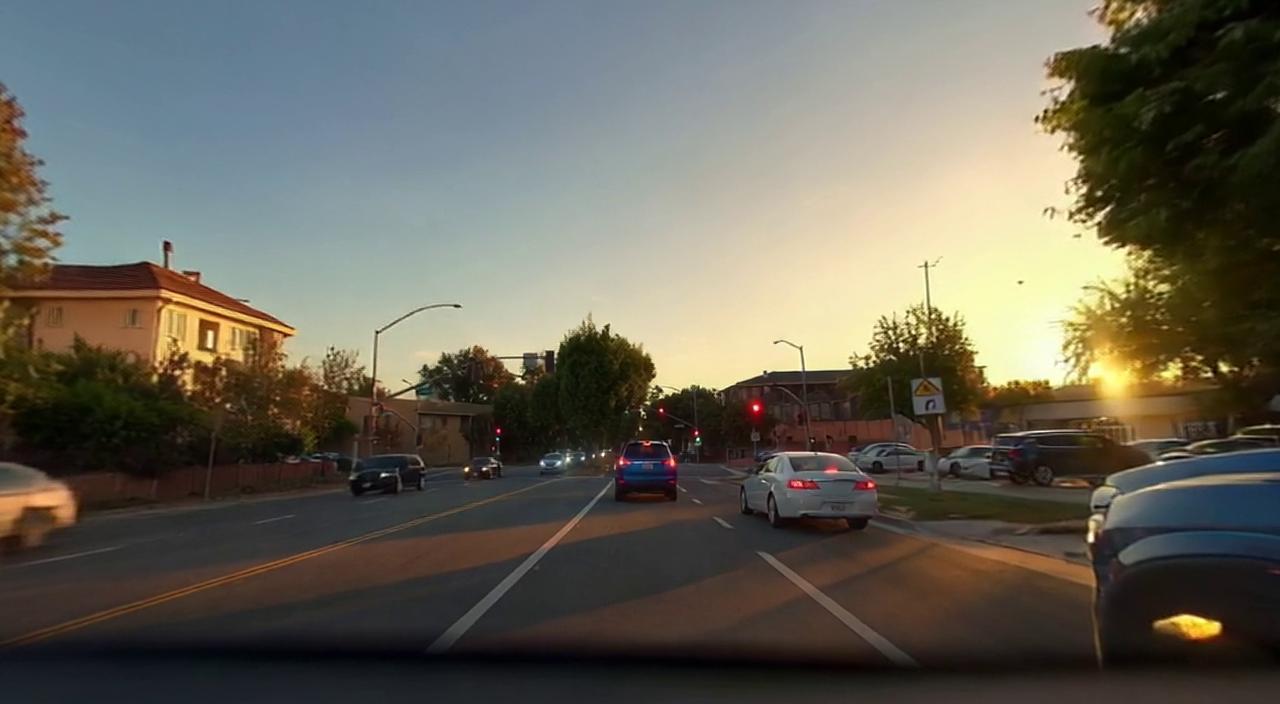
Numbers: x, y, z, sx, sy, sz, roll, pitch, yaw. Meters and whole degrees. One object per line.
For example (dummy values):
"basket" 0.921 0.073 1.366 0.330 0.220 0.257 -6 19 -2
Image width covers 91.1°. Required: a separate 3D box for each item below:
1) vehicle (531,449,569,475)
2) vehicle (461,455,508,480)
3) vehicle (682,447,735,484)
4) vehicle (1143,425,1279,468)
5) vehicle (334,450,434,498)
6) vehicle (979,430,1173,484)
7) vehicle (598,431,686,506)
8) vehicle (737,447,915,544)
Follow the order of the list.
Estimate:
"vehicle" -6.494 7.969 45.732 2.092 1.802 4.270 0 -9 1
"vehicle" -10.138 7.546 41.226 1.962 1.458 4.505 0 -9 0
"vehicle" 3.382 5.692 31.840 2.138 1.729 4.178 0 -9 -1
"vehicle" 26.776 4.394 29.275 4.704 1.919 2.130 0 -9 -1
"vehicle" -10.394 4.944 25.968 2.161 1.764 4.725 0 -9 -1
"vehicle" 13.695 3.301 19.927 4.648 1.583 2.018 0 -9 -2
"vehicle" 0.032 3.370 18.583 2.296 1.947 4.168 0 -9 -1
"vehicle" 3.244 2.565 12.018 1.900 1.478 4.425 0 -9 -2
